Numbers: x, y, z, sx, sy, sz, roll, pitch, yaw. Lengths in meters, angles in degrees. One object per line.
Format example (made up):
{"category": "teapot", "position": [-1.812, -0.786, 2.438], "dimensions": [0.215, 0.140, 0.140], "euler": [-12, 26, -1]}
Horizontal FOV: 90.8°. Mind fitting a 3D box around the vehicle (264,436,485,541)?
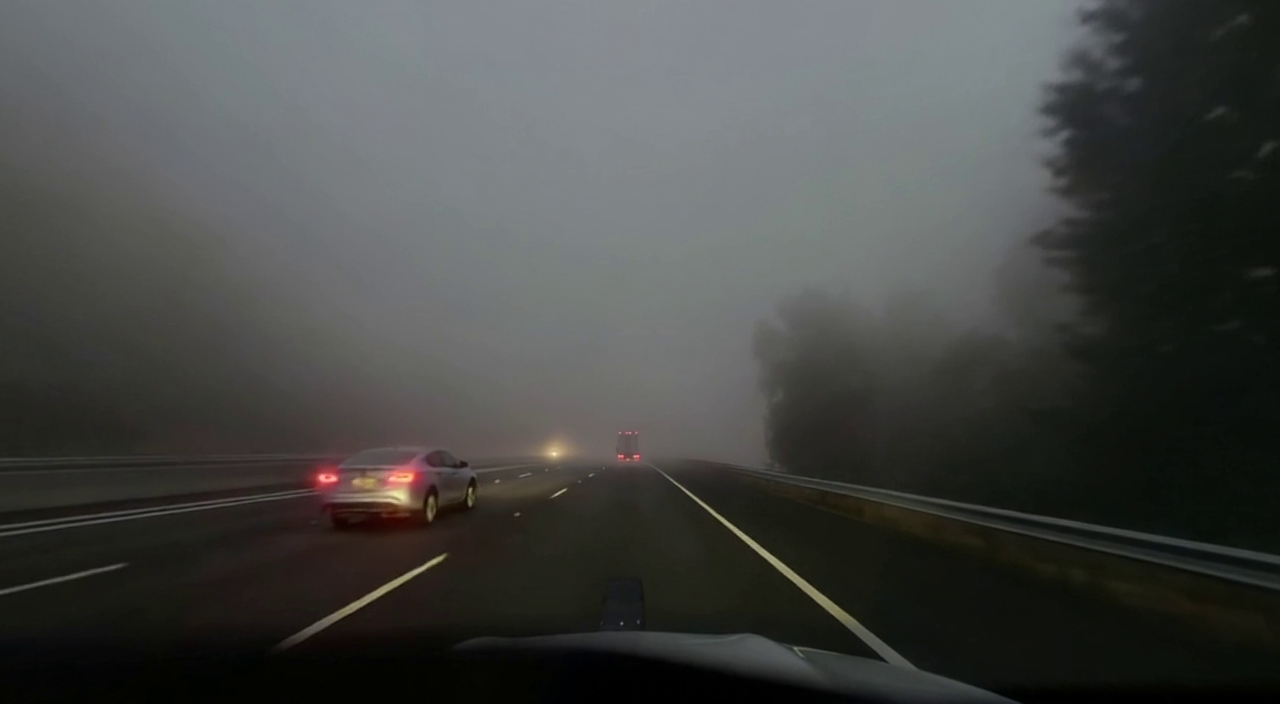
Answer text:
{"category": "vehicle", "position": [-4.674, 2.469, 12.181], "dimensions": [2.108, 1.573, 5.000], "euler": [0, -9, 0]}
